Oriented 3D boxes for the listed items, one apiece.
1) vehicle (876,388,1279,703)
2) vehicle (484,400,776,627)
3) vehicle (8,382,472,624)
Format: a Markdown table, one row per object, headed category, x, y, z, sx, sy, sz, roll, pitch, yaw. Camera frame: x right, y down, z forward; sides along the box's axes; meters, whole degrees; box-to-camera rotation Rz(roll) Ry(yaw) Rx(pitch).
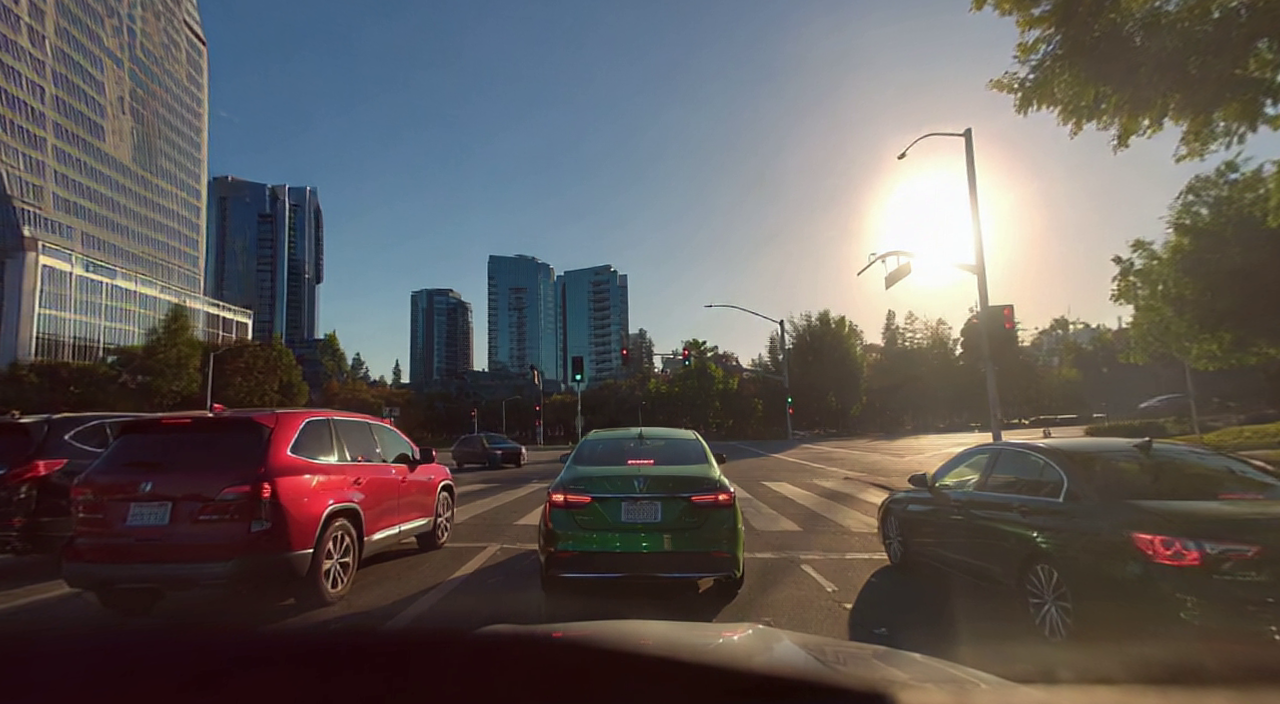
| category | x | y | z | sx | sy | sz | roll | pitch | yaw |
| --- | --- | --- | --- | --- | --- | --- | --- | --- | --- |
| vehicle | 3.584 | 1.205 | 4.605 | 2.010 | 1.486 | 4.498 | 0 | -8 | 1 |
| vehicle | -0.047 | 1.402 | 6.307 | 2.047 | 1.579 | 3.642 | 0 | -8 | 1 |
| vehicle | -3.553 | 1.422 | 6.862 | 2.014 | 1.755 | 4.360 | 0 | -8 | 3 |
